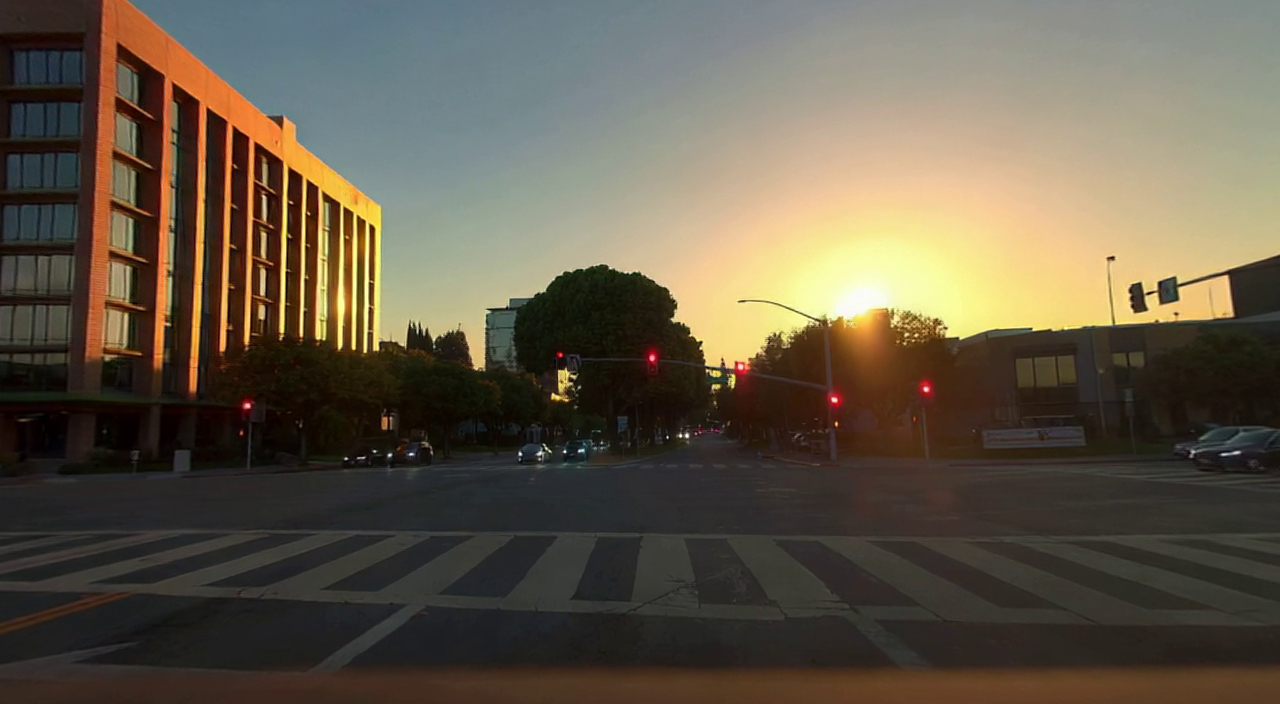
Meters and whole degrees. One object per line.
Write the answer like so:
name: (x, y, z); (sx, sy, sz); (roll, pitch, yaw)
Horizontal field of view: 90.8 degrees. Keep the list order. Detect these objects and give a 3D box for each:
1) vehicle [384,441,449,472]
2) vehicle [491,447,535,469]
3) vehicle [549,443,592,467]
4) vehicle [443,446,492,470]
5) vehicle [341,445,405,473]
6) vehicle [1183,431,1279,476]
vehicle: (-15.133, 7.126, 43.251); (2.340, 1.946, 5.450); (-1, -9, 1)
vehicle: (-8.076, 6.785, 40.595); (1.910, 1.288, 4.093); (-1, -9, 1)
vehicle: (-4.497, 6.717, 41.530); (2.109, 1.461, 4.637); (-1, -9, 2)
vehicle: (-11.637, 7.150, 42.827); (2.003, 1.476, 4.297); (-1, -9, 2)
vehicle: (-18.545, 7.418, 44.100); (2.237, 1.842, 5.116); (0, -9, 0)
vehicle: (22.318, 3.563, 22.358); (4.474, 1.477, 1.908); (0, -9, -3)
